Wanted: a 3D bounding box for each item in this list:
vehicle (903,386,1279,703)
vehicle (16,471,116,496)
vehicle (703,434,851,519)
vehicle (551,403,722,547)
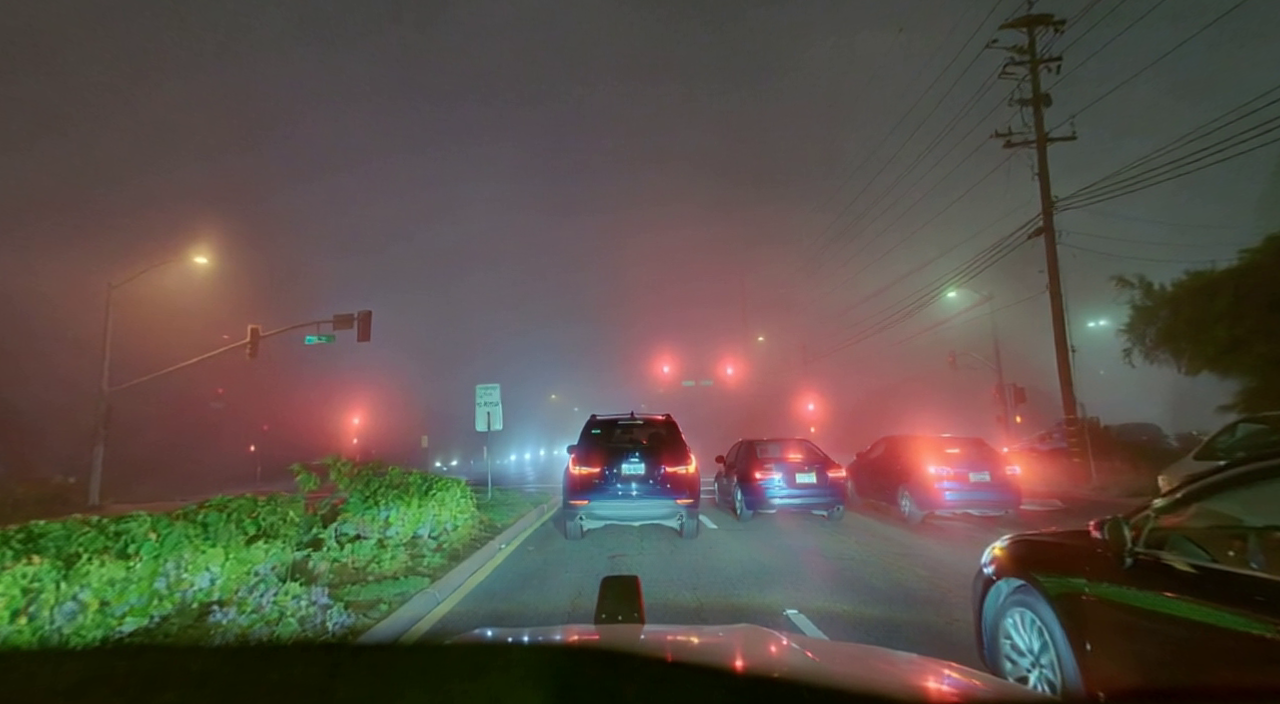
[{"bbox_3d":[2.730,0.853,1.887,2.004,1.460,4.297,0,-9,0],"label":"vehicle"},{"bbox_3d":[-38.344,8.786,42.315,4.569,1.505,1.992,0,-9,-5],"label":"vehicle"},{"bbox_3d":[2.656,2.541,13.444,2.025,1.477,4.333,0,-9,-2],"label":"vehicle"},{"bbox_3d":[-0.121,1.973,10.774,2.236,1.856,4.816,0,-9,-2],"label":"vehicle"}]
